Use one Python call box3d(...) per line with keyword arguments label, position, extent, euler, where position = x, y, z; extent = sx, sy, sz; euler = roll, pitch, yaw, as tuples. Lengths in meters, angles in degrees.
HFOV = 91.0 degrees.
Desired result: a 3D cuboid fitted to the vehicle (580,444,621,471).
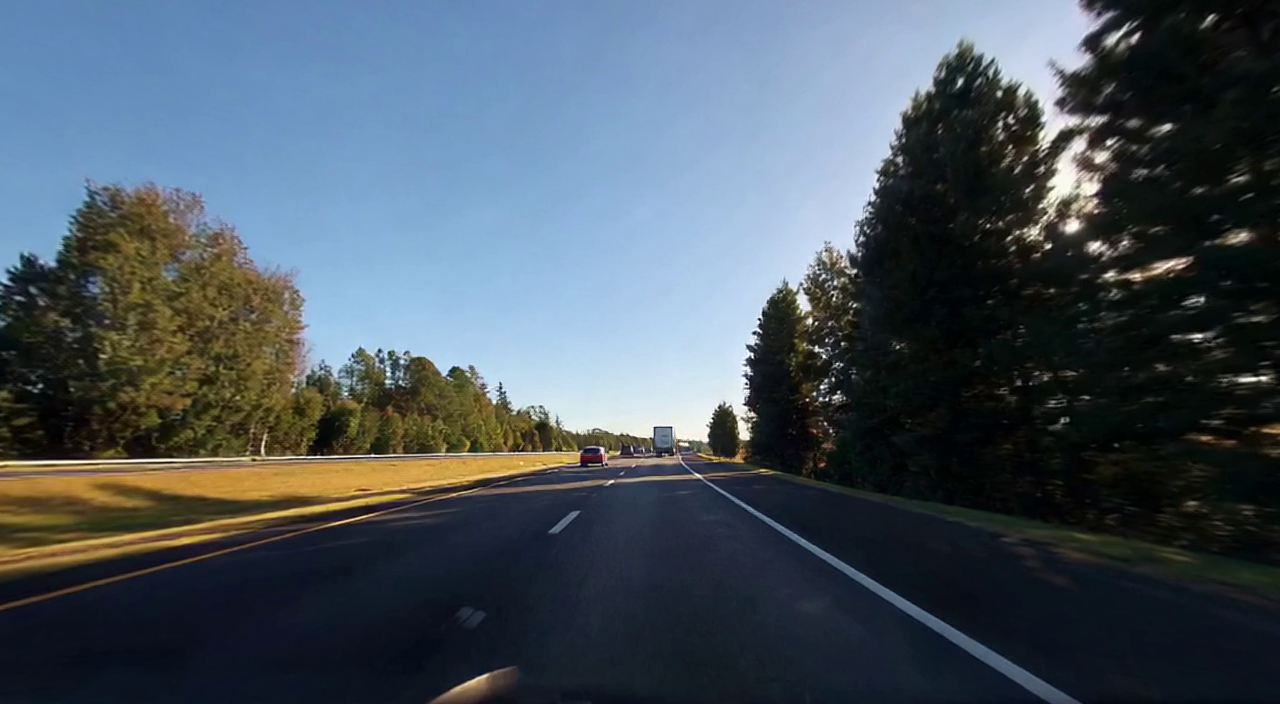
box3d(label="vehicle", position=(-2.386, 6.496, 38.871), extent=(2.199, 1.555, 4.451), euler=(0, -9, 0))
